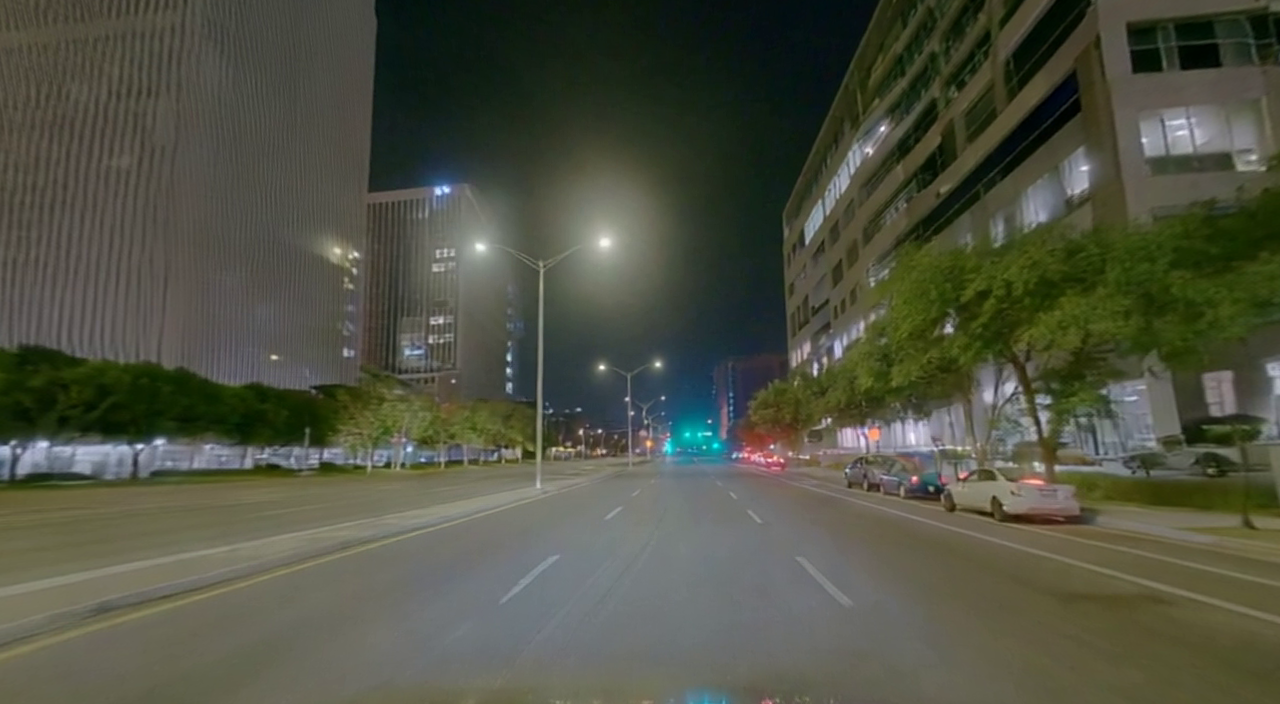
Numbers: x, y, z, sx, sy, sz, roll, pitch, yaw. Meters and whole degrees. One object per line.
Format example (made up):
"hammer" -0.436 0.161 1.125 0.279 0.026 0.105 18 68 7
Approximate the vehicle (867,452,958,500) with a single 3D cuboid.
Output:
"vehicle" 9.347 4.245 22.017 1.714 1.439 4.020 -1 -8 6

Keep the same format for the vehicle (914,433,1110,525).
"vehicle" 8.668 2.944 15.342 2.152 1.869 4.476 0 -8 2
